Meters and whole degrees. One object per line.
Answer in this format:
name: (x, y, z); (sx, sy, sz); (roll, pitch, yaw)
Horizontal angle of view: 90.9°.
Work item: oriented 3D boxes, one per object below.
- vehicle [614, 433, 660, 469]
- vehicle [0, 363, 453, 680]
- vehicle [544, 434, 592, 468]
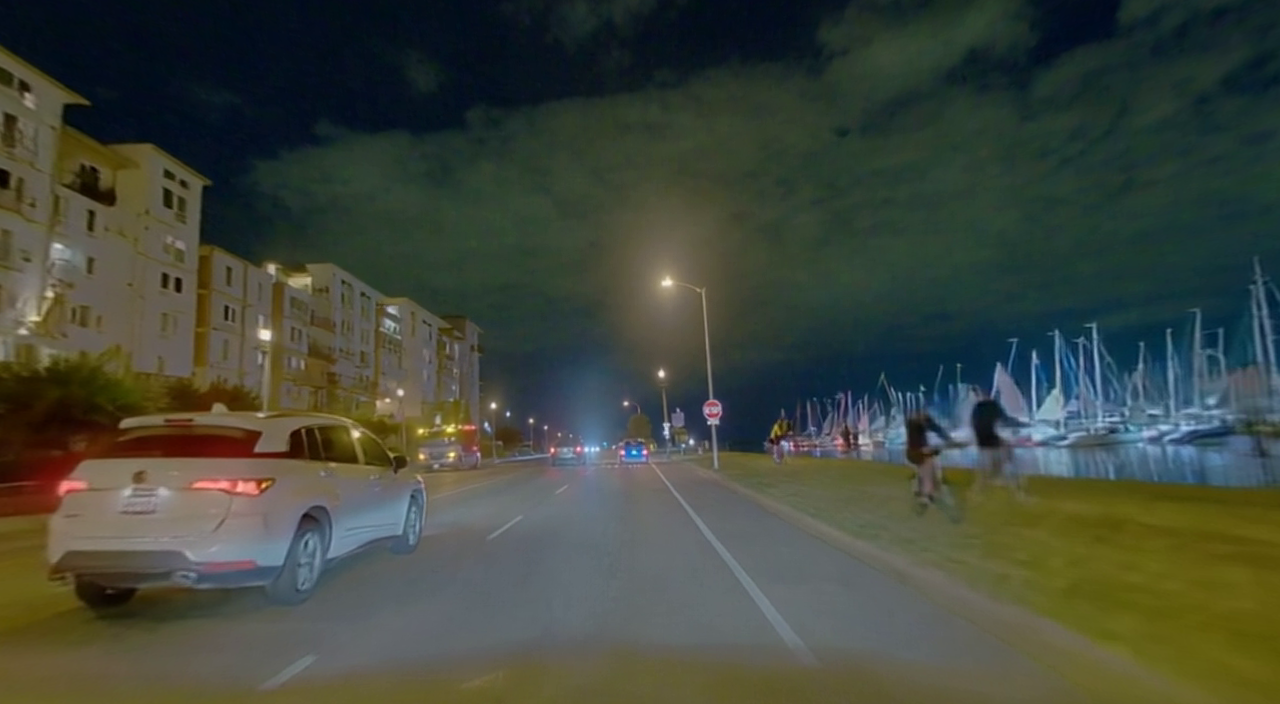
vehicle: (-0.154, 4.768, 30.452); (2.057, 1.624, 3.726); (0, -9, 0)
vehicle: (-3.565, 1.321, 6.060); (2.082, 1.817, 4.724); (0, -9, 0)
vehicle: (-3.760, 5.301, 33.844); (2.056, 1.680, 4.205); (0, -9, 0)
